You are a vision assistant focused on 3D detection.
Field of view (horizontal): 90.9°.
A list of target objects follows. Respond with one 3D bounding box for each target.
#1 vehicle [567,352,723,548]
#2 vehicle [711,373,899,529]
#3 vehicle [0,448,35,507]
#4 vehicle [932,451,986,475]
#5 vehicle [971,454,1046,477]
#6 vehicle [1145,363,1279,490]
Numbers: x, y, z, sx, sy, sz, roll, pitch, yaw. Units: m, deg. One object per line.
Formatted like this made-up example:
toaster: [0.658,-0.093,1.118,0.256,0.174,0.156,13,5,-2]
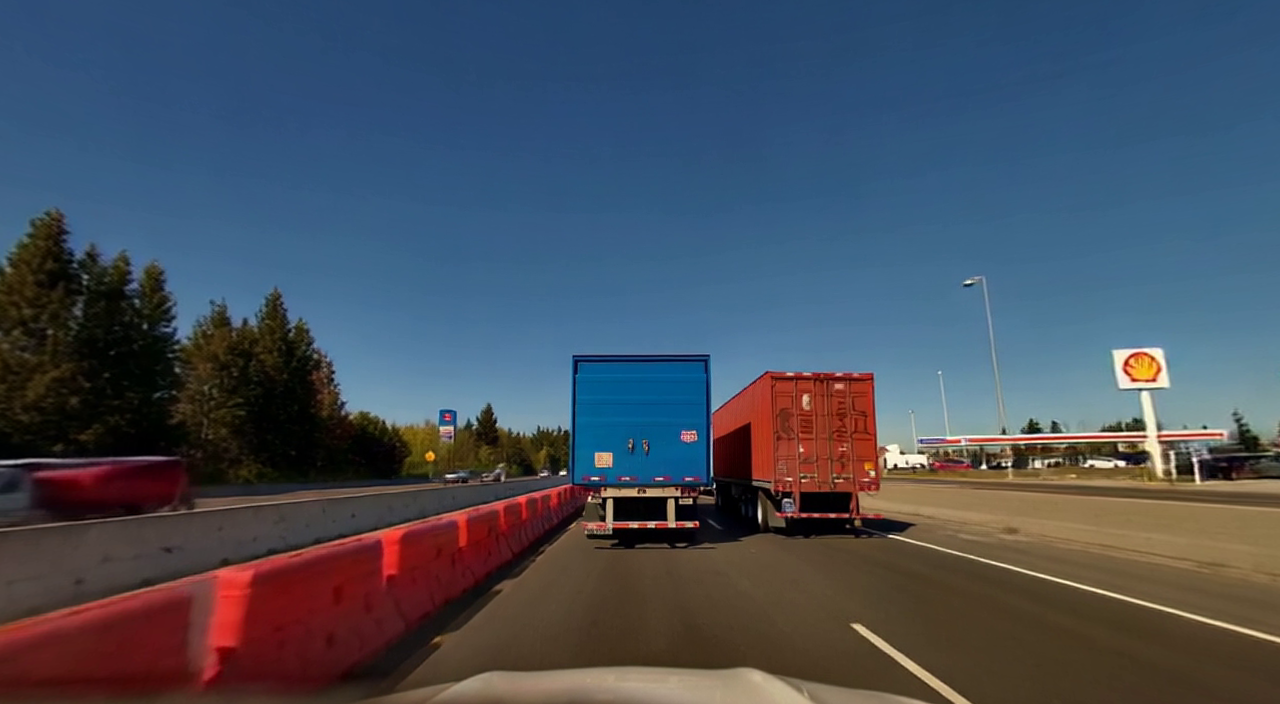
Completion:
vehicle: [0.043,2.429,15.111,2.618,3.306,8.676,1,-10,-1]
vehicle: [4.426,3.182,19.676,2.936,3.640,9.443,1,-10,-2]
vehicle: [-49.547,9.579,48.927,2.845,4.081,14.460,11,-14,-44]
vehicle: [24.659,8.638,48.843,1.919,1.722,4.024,1,-10,-3]
vehicle: [24.554,7.608,42.207,1.762,1.470,4.485,3,-11,-10]
vehicle: [20.915,2.603,20.863,3.045,3.794,6.110,1,-11,0]
